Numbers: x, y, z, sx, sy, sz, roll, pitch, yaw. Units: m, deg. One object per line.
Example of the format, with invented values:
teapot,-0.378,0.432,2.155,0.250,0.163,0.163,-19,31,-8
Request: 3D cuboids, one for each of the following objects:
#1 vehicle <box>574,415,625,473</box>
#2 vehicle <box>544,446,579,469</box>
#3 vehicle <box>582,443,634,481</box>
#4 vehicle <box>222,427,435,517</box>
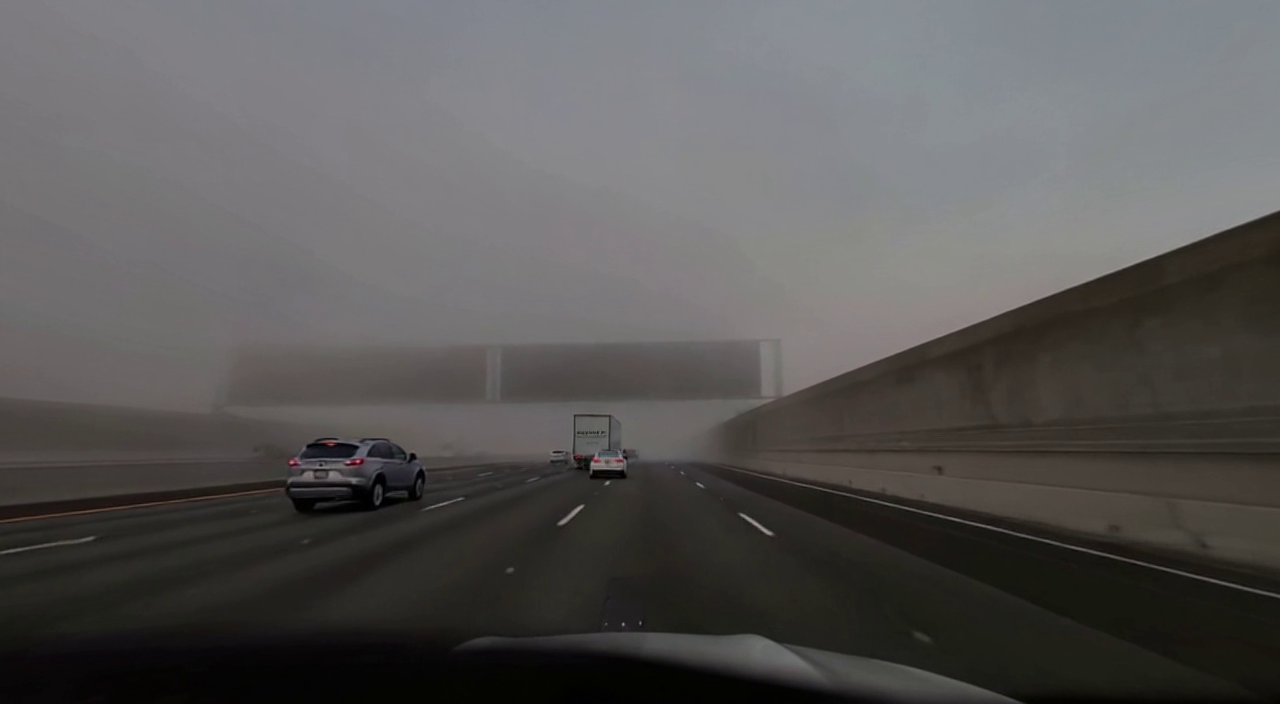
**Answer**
vehicle,-2.544,6.198,42.404,2.794,3.460,8.595,0,-9,1
vehicle,-6.073,8.255,49.524,2.124,1.674,4.541,0,-9,1
vehicle,-1.389,4.965,28.601,2.168,1.597,3.615,0,-9,-1
vehicle,-7.024,2.775,15.094,2.401,1.759,5.126,0,-9,1
